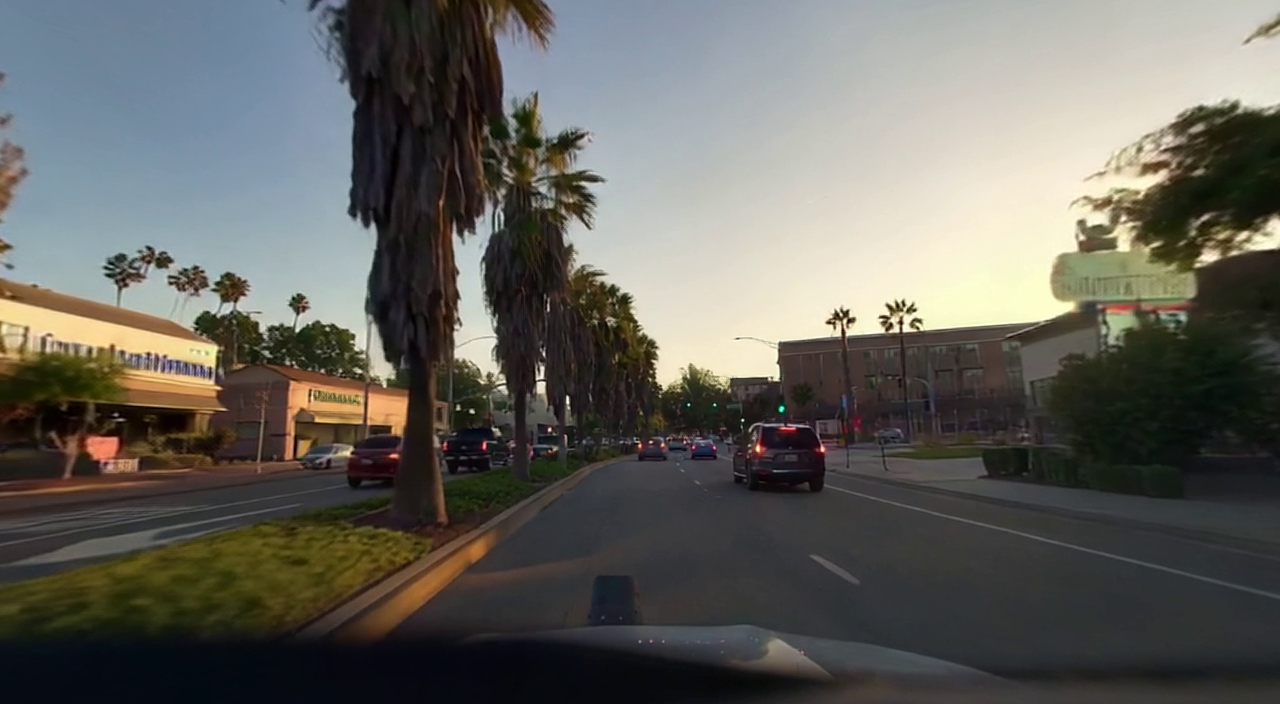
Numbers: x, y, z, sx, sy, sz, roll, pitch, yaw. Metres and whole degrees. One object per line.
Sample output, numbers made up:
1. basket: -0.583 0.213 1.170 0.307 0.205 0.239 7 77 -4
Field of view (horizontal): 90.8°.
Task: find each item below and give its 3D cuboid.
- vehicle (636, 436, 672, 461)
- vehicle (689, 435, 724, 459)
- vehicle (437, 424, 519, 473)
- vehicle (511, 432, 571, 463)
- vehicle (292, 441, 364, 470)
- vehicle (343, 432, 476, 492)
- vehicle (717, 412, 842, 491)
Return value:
1. vehicle: 0.924 6.049 39.782 2.057 1.492 3.825 -1 -8 4
2. vehicle: 4.506 6.503 43.430 2.149 1.532 4.168 -1 -8 2
3. vehicle: -6.819 4.122 27.173 2.127 1.888 4.637 -1 -8 2
4. vehicle: -5.794 5.663 37.546 2.088 1.746 4.650 -2 -8 10
5. vehicle: -19.685 6.545 40.088 1.978 1.693 4.463 -1 -8 6
6. vehicle: -6.444 3.137 18.420 1.935 1.483 4.973 0 -8 1
7. vehicle: 3.752 2.818 18.152 2.267 1.931 5.145 0 -8 -2
